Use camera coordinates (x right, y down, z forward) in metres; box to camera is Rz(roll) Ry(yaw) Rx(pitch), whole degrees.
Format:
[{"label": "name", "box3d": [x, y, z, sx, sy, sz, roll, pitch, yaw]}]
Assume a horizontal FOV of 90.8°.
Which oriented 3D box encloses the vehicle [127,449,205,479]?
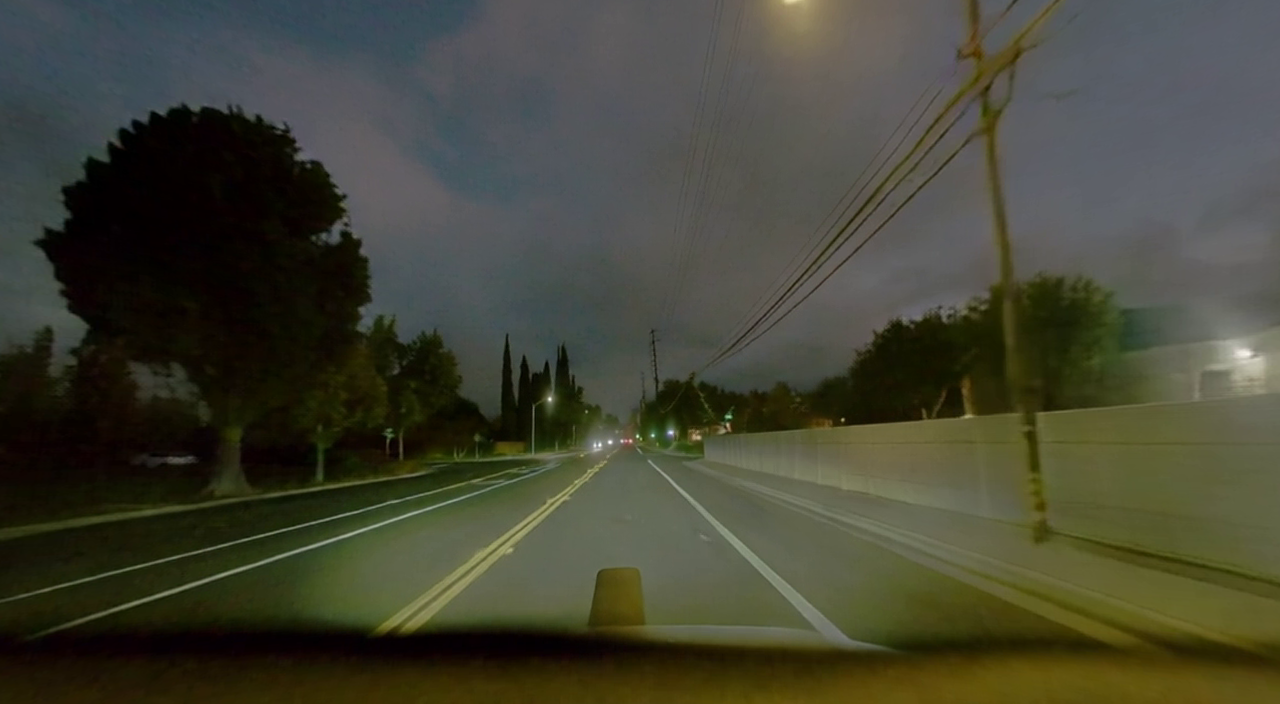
[{"label": "vehicle", "box3d": [-33.444, 7.873, 44.783, 1.885, 1.698, 5.050, 0, -6, -3]}]
